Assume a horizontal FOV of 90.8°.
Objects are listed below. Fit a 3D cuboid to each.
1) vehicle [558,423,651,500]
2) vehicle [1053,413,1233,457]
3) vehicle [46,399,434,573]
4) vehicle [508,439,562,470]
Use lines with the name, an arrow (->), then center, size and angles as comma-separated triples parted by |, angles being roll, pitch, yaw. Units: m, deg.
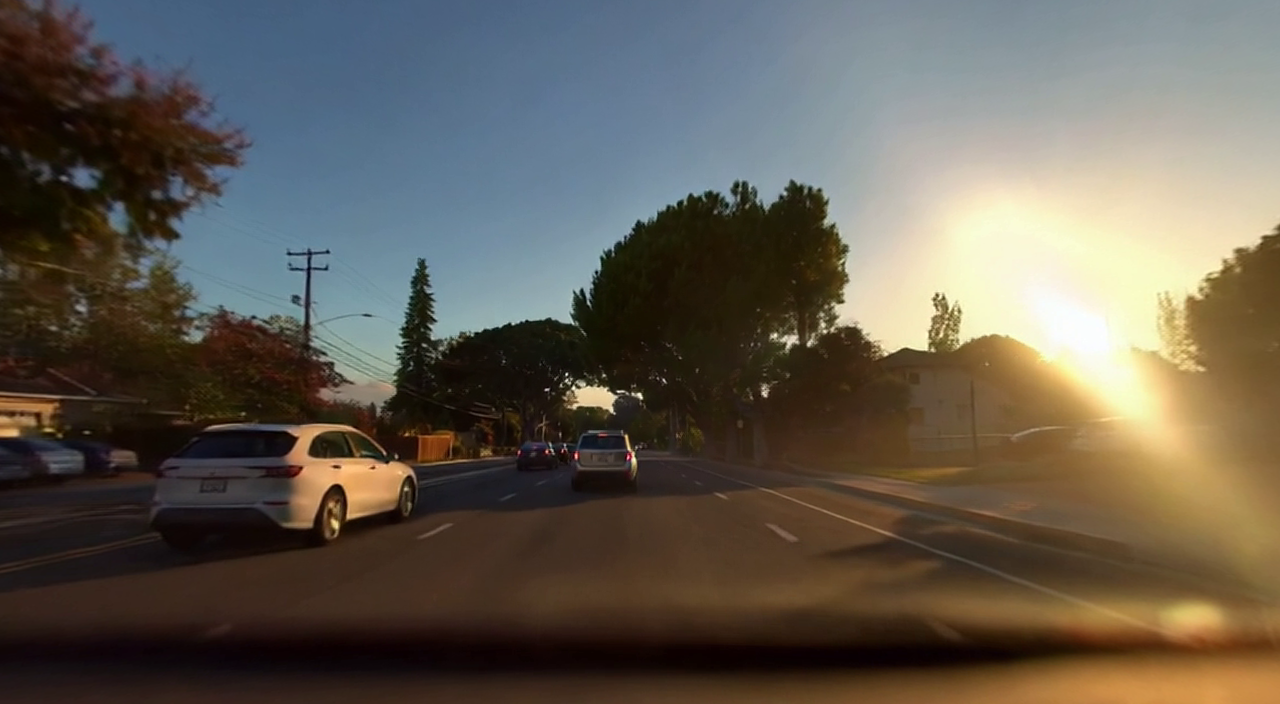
vehicle -> -0.846, 2.820, 16.658 | 2.131, 1.761, 4.242 | 0, -8, -1
vehicle -> 17.405, 2.905, 22.071 | 4.500, 1.442, 1.930 | -1, -8, 4
vehicle -> -4.763, 1.676, 8.684 | 2.243, 1.722, 4.621 | 0, -8, 1
vehicle -> -5.376, 5.307, 32.977 | 2.014, 1.493, 4.658 | 0, -8, 0
